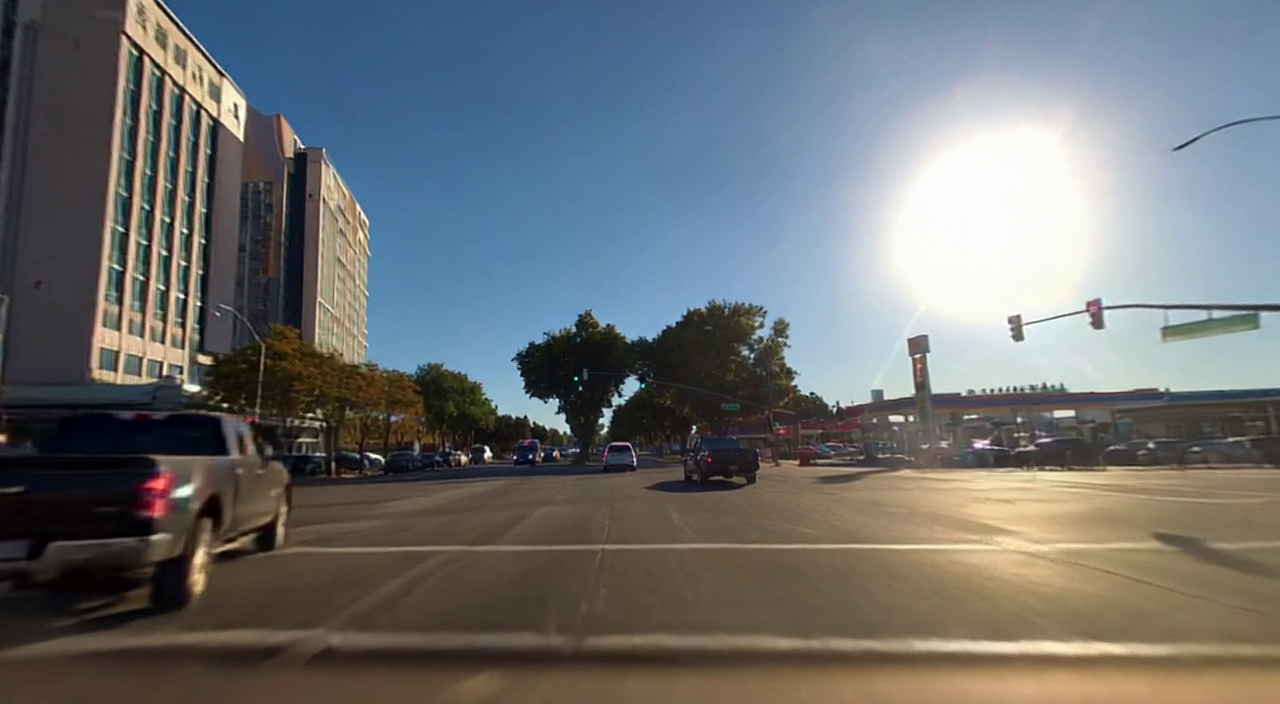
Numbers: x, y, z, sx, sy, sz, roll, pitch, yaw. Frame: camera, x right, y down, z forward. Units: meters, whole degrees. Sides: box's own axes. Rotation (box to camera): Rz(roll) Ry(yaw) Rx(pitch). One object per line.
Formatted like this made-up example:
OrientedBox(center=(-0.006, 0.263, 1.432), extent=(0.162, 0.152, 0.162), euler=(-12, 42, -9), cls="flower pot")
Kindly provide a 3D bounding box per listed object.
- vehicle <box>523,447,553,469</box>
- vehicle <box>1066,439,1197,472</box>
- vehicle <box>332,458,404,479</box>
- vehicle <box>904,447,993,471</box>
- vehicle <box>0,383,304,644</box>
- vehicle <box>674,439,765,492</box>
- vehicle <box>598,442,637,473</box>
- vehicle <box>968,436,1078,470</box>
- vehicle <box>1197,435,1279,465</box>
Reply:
OrientedBox(center=(-7.871, 8.110, 48.583), extent=(1.972, 1.466, 4.493), euler=(2, -8, -12), cls="vehicle")
OrientedBox(center=(23.003, 4.852, 29.643), extent=(4.789, 1.455, 1.986), euler=(1, -9, -9), cls="vehicle")
OrientedBox(center=(-19.825, 8.490, 46.192), extent=(4.428, 1.416, 1.759), euler=(0, -9, 0), cls="vehicle")
OrientedBox(center=(19.889, 6.894, 40.883), extent=(4.637, 1.443, 2.050), euler=(0, -8, -1), cls="vehicle")
OrientedBox(center=(-5.698, 1.579, 7.338), extent=(2.195, 1.905, 5.634), euler=(3, -9, -19), cls="vehicle")
OrientedBox(center=(2.369, 3.559, 20.166), extent=(2.061, 1.487, 4.462), euler=(0, -9, -4), cls="vehicle")
OrientedBox(center=(-1.310, 5.837, 35.173), extent=(2.029, 1.605, 3.827), euler=(0, -9, -4), cls="vehicle")
OrientedBox(center=(21.775, 5.745, 36.033), extent=(4.950, 1.760, 2.213), euler=(1, -9, -9), cls="vehicle")
OrientedBox(center=(36.979, 5.933, 38.366), extent=(4.718, 1.706, 1.928), euler=(1, -9, -9), cls="vehicle")
